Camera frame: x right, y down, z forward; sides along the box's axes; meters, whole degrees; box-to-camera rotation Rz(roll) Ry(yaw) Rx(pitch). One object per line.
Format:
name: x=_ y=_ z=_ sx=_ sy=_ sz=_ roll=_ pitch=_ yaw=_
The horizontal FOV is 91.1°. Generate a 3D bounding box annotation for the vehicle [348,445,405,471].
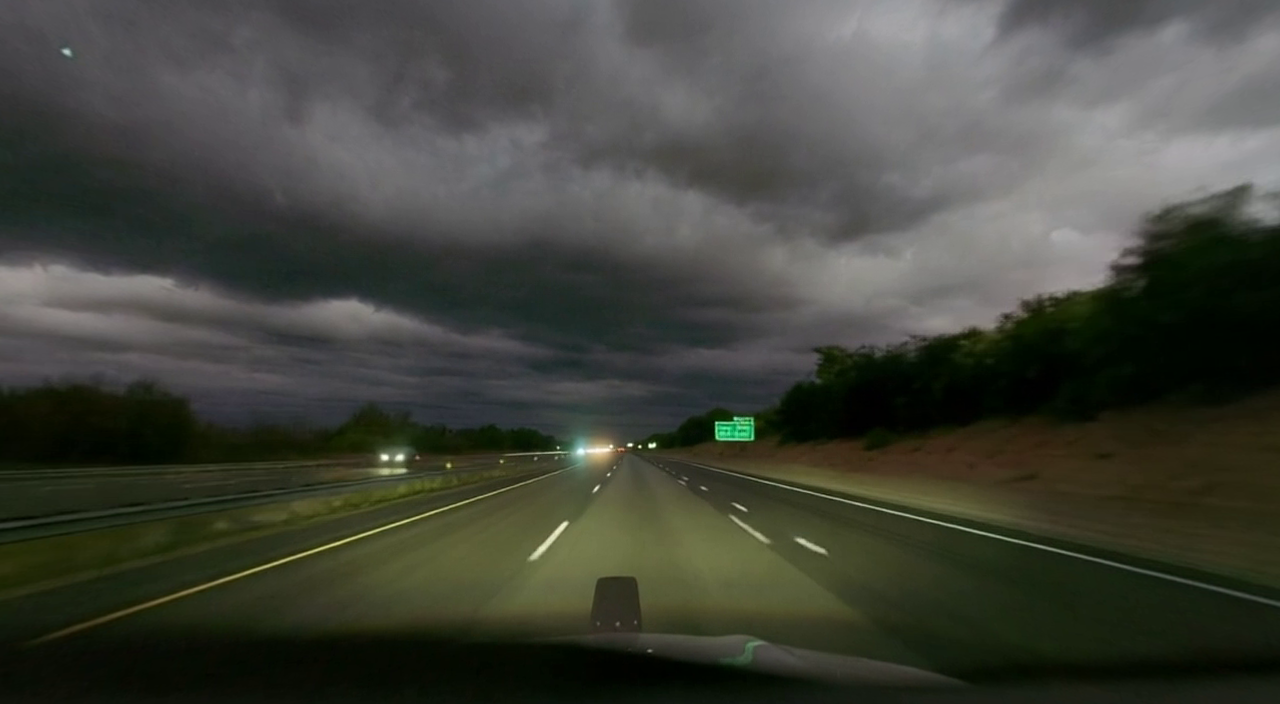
vehicle: x=-16.742 y=6.754 z=40.153 sx=1.958 sy=1.497 sz=4.022 roll=0 pitch=-9 yaw=0
